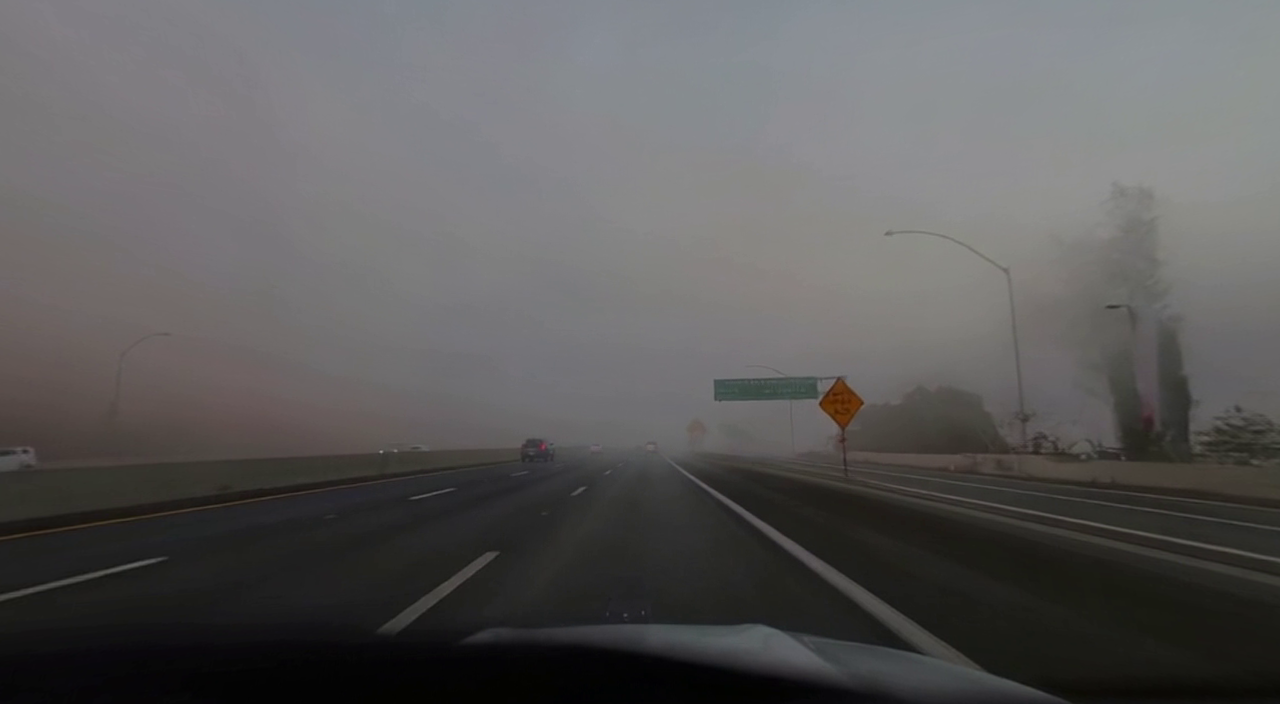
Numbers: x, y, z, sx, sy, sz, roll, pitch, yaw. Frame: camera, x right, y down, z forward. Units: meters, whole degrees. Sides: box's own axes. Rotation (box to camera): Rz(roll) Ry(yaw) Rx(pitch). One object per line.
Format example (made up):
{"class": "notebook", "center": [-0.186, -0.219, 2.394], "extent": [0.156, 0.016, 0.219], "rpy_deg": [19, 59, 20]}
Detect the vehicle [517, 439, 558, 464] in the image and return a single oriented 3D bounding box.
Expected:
{"class": "vehicle", "center": [-7.305, 7.118, 45.317], "extent": [2.088, 1.678, 4.426], "rpy_deg": [0, -8, 1]}
